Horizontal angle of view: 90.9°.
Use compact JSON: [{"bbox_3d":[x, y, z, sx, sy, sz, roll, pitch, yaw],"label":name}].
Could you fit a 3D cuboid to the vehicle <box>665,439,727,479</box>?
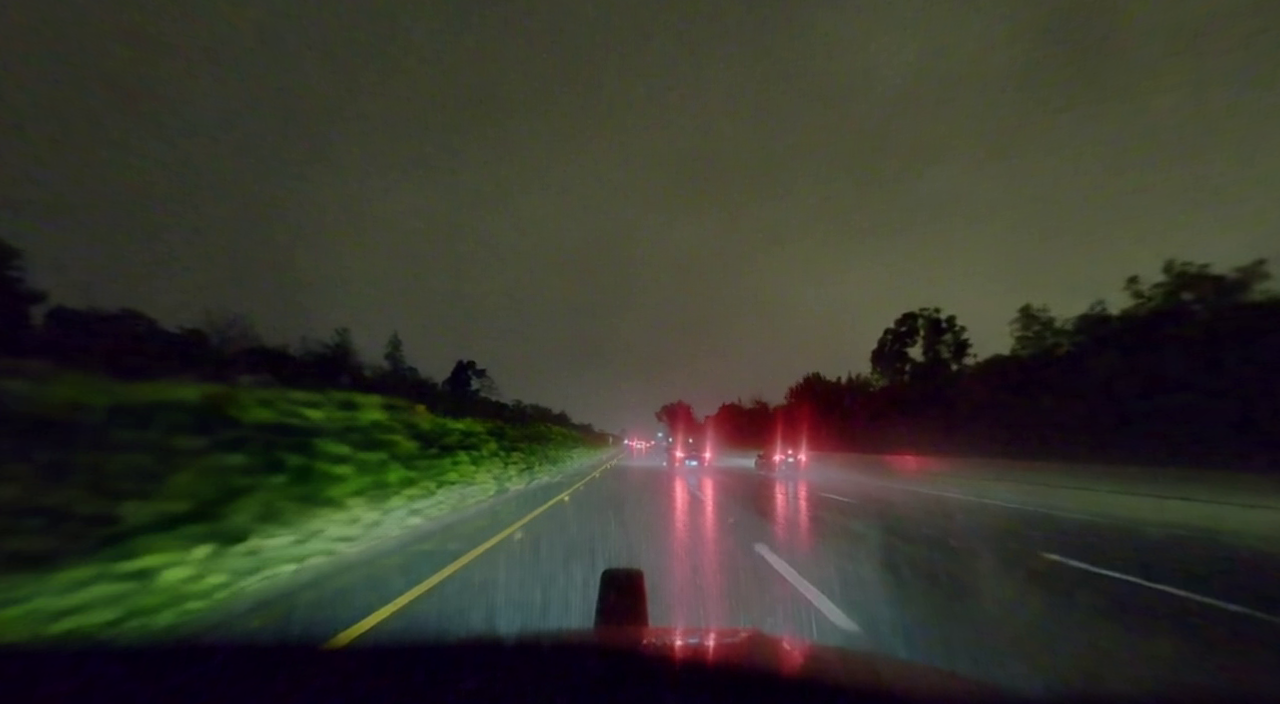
[{"bbox_3d":[2.199,4.357,25.949,1.991,1.475,4.302,0,-8,-2],"label":"vehicle"}]
